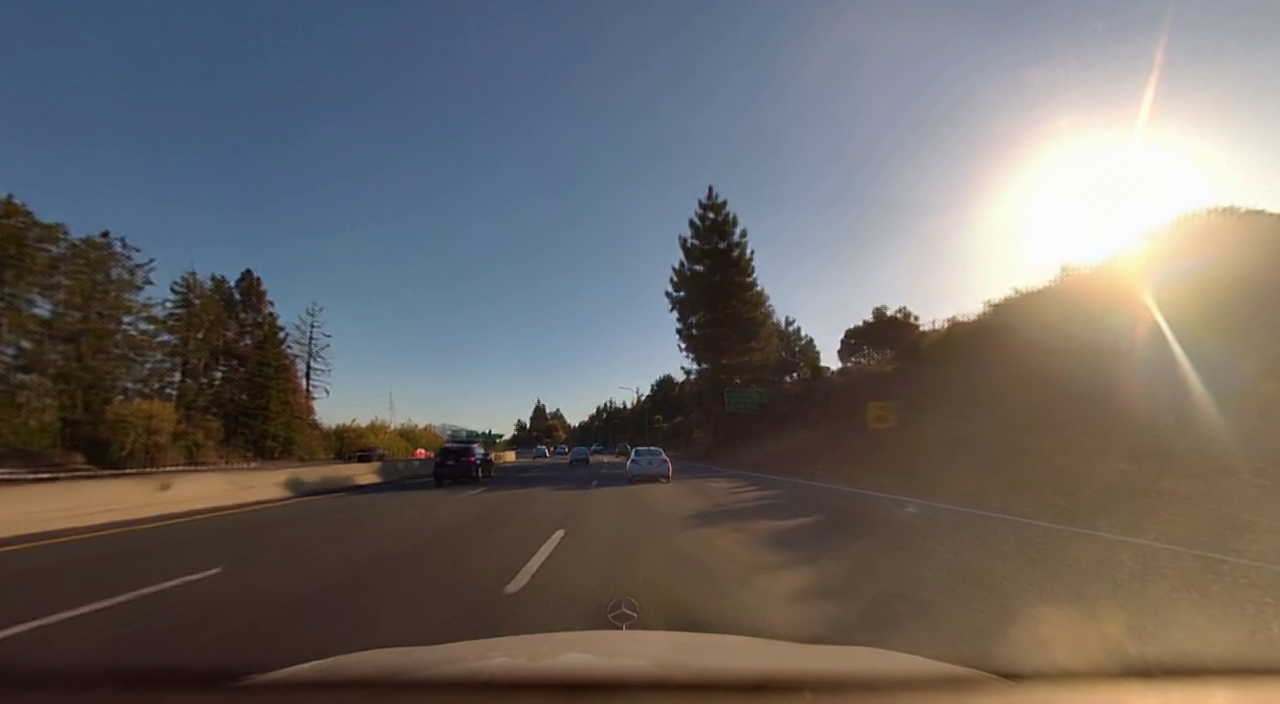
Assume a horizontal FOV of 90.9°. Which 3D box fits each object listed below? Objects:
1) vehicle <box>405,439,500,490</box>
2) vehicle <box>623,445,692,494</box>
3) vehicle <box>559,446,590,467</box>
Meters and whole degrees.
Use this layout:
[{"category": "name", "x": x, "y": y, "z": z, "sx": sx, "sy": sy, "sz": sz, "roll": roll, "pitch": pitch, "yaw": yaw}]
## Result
[{"category": "vehicle", "x": -6.855, "y": 4.176, "z": 23.713, "sx": 2.221, "sy": 1.693, "sz": 4.631, "roll": 0, "pitch": -9, "yaw": -1}, {"category": "vehicle", "x": 0.472, "y": 3.800, "z": 20.797, "sx": 2.051, "sy": 1.444, "sz": 3.927, "roll": 0, "pitch": -9, "yaw": -2}, {"category": "vehicle", "x": -5.070, "y": 8.172, "z": 49.494, "sx": 2.246, "sy": 1.519, "sz": 4.980, "roll": 1, "pitch": -9, "yaw": -4}]
